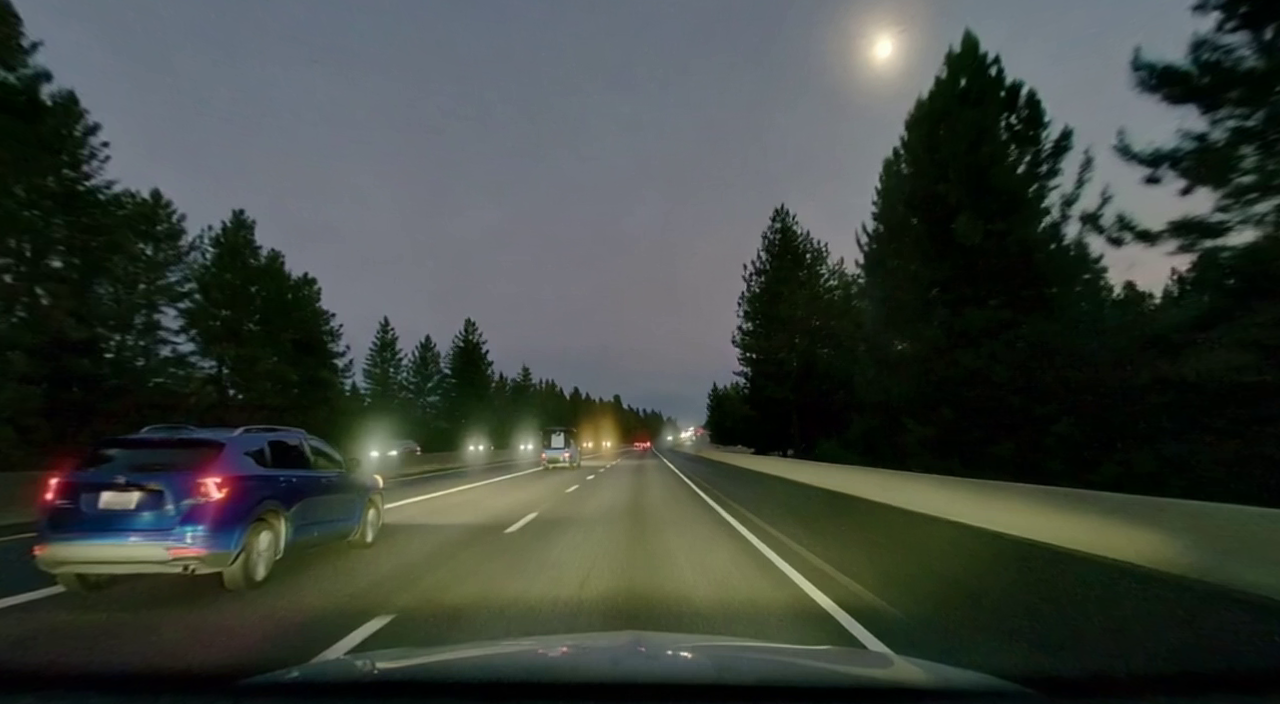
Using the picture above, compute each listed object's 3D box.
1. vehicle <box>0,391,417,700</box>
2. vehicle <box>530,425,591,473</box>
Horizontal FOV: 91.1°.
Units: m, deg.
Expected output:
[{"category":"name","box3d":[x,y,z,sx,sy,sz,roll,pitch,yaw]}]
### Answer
[{"category":"vehicle","box3d":[-3.920,1.338,5.657,2.053,1.589,4.671,0,-8,1]},{"category":"vehicle","box3d":[-3.724,4.666,30.395,2.241,2.095,4.985,0,-8,0]}]
